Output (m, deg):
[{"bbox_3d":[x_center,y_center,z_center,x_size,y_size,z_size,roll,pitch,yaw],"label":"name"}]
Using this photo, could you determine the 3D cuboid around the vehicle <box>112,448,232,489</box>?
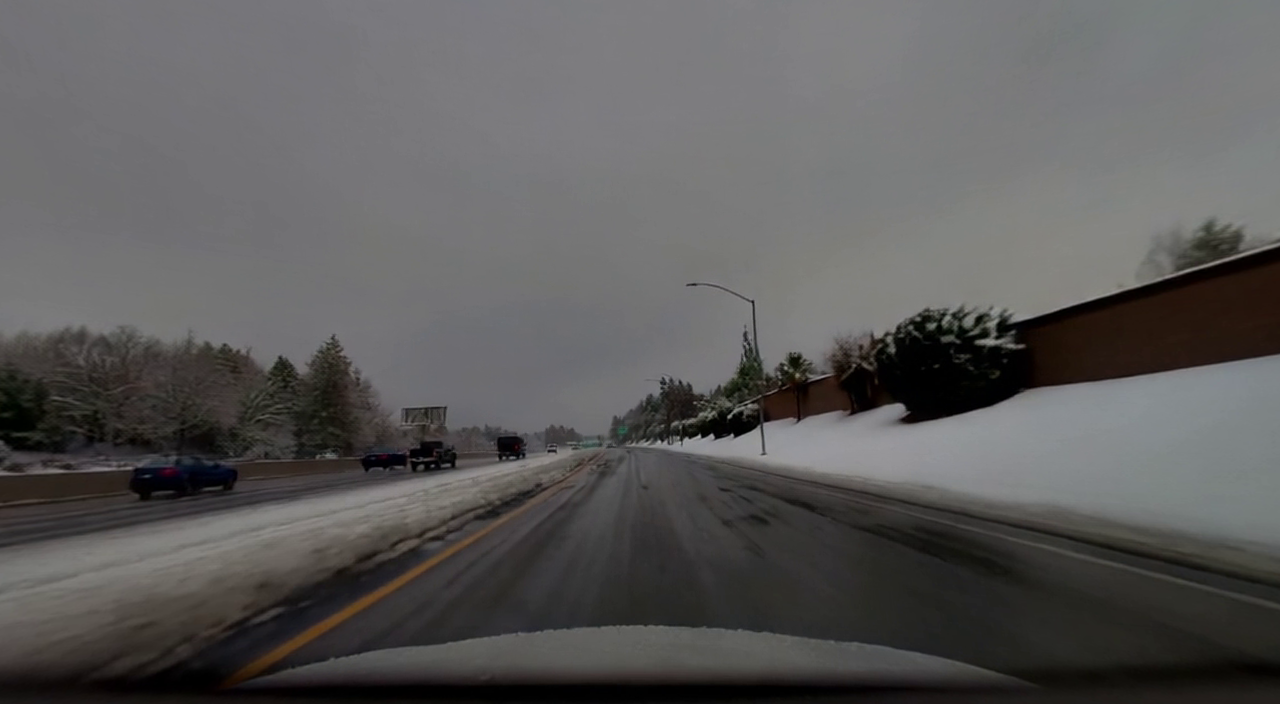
[{"bbox_3d":[-23.033,5.703,31.368,2.158,1.795,5.013,0,-9,0],"label":"vehicle"}]

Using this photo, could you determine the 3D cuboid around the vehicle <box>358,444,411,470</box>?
[{"bbox_3d":[-19.210,7.879,47.639,2.078,1.802,4.723,0,-9,-1],"label":"vehicle"}]

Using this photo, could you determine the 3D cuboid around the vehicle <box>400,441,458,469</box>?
[{"bbox_3d":[-15.336,7.505,46.235,2.272,1.882,5.941,0,-9,-1],"label":"vehicle"}]
